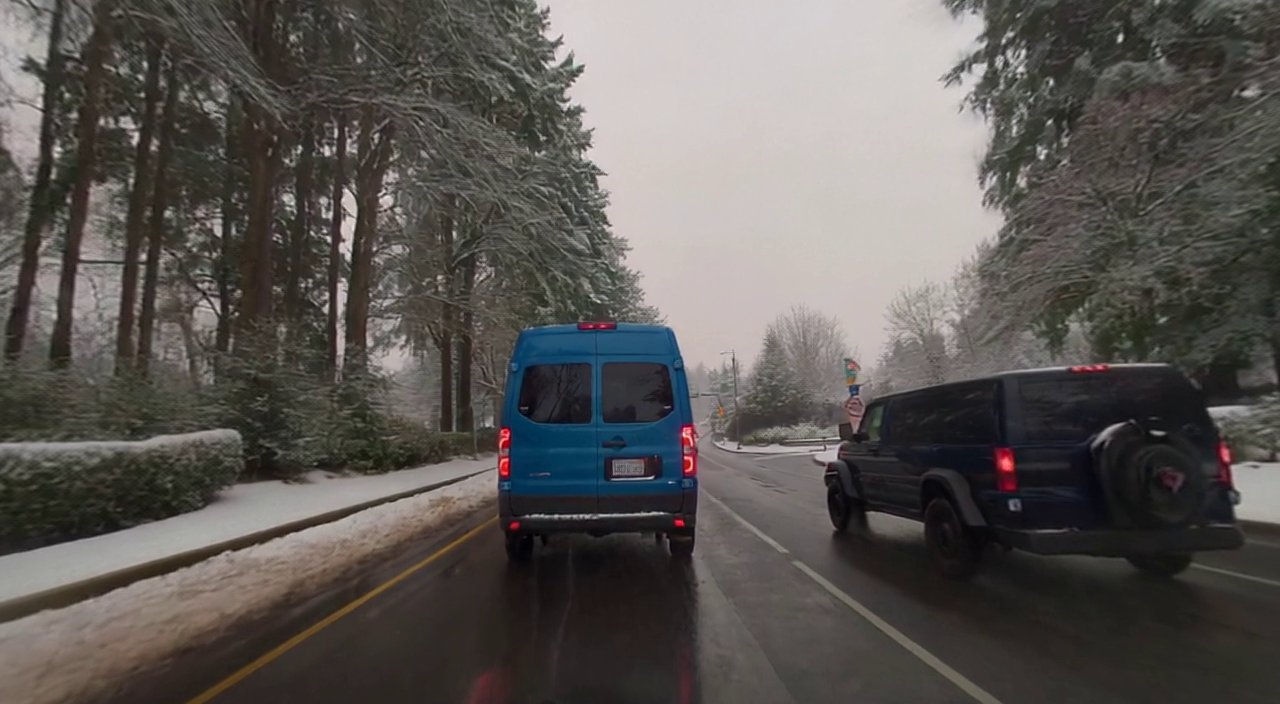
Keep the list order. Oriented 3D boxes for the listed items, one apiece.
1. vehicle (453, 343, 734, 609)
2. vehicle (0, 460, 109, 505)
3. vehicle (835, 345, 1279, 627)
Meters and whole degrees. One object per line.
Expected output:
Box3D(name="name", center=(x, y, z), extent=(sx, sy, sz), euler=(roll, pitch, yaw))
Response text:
Box3D(name="vehicle", center=(-0.322, 1.260, 7.092), extent=(2.145, 2.046, 4.309), euler=(0, -8, 1))
Box3D(name="vehicle", center=(-26.100, 5.603, 27.468), extent=(4.857, 1.729, 2.029), euler=(-2, -9, 14))
Box3D(name="vehicle", center=(3.620, 1.172, 6.264), extent=(1.988, 1.873, 3.968), euler=(0, -8, -1))
